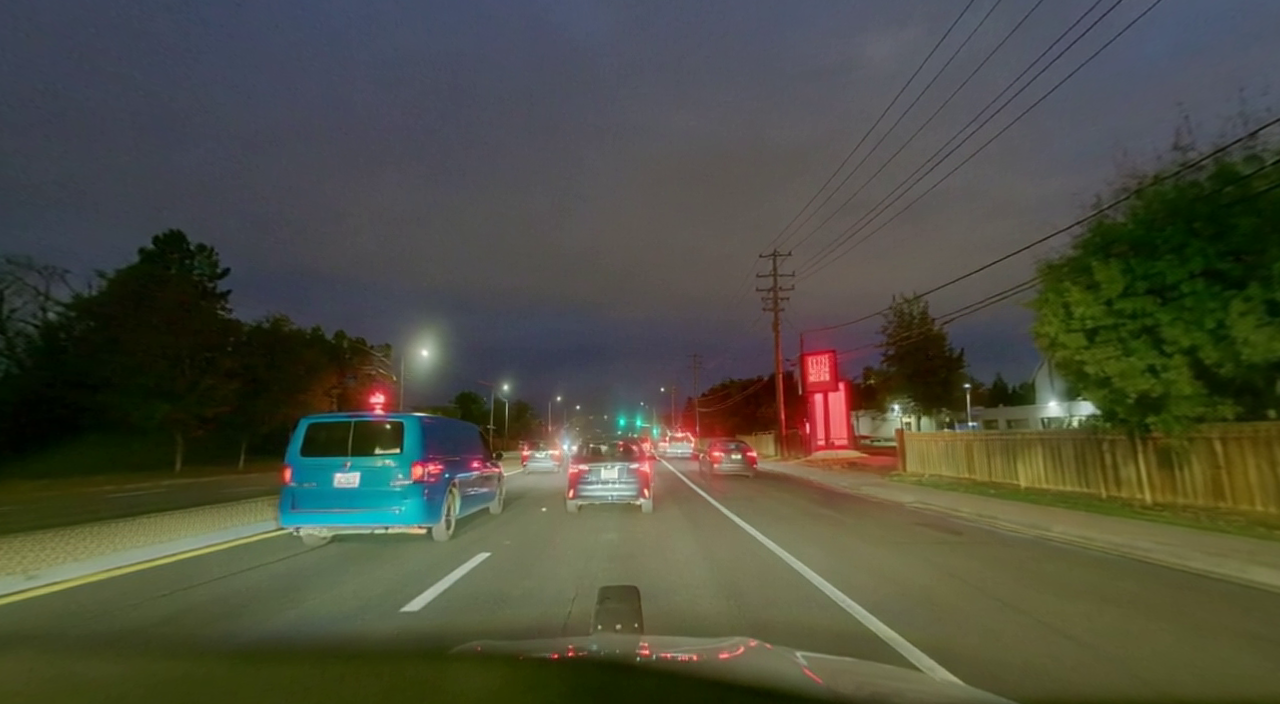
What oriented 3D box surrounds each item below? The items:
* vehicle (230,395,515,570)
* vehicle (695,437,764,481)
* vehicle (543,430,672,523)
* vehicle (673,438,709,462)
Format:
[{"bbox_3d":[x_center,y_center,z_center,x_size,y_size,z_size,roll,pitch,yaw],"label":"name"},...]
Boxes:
[{"bbox_3d":[-3.314,1.735,9.146,2.092,1.839,4.736,0,-8,-1],"label":"vehicle"},{"bbox_3d":[3.267,3.986,23.904,1.878,1.479,4.461,0,-8,-1],"label":"vehicle"},{"bbox_3d":[-0.551,2.318,12.274,2.097,1.511,3.809,0,-8,-1],"label":"vehicle"},{"bbox_3d":[3.173,6.194,40.103,1.841,1.456,4.237,0,-8,-2],"label":"vehicle"}]
